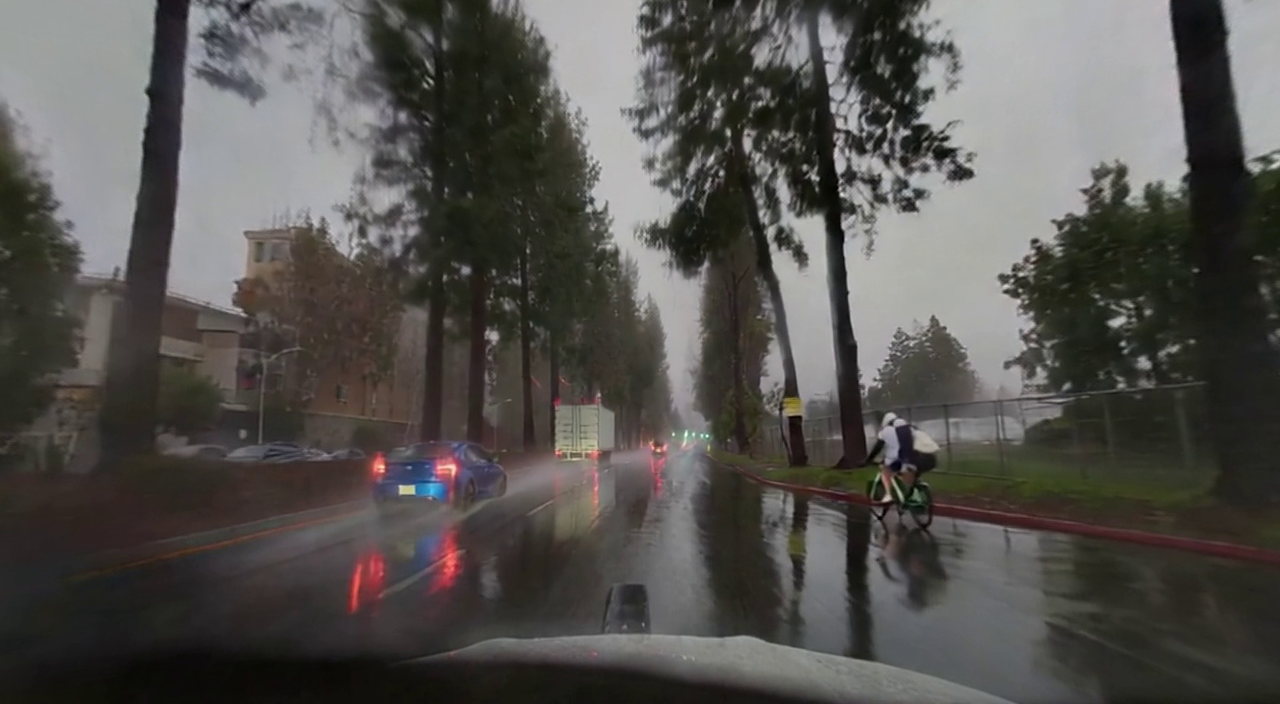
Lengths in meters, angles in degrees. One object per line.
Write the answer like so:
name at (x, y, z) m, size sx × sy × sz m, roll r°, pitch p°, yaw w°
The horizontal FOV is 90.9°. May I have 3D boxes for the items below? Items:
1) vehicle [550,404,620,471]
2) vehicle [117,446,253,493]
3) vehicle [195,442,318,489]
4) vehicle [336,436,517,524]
vehicle at (-2.851, 4.794, 35.227) m, size 2.746 × 3.276 × 8.572 m, roll 0°, pitch -8°, yaw 3°
vehicle at (-18.564, 4.756, 26.077) m, size 2.004 × 1.704 × 4.876 m, roll 0°, pitch -8°, yaw 0°
vehicle at (-15.039, 4.420, 25.057) m, size 1.946 × 1.688 × 4.560 m, roll 0°, pitch -8°, yaw 1°
vehicle at (-4.034, 2.467, 12.832) m, size 2.005 × 1.462 × 4.345 m, roll 0°, pitch -8°, yaw 2°
